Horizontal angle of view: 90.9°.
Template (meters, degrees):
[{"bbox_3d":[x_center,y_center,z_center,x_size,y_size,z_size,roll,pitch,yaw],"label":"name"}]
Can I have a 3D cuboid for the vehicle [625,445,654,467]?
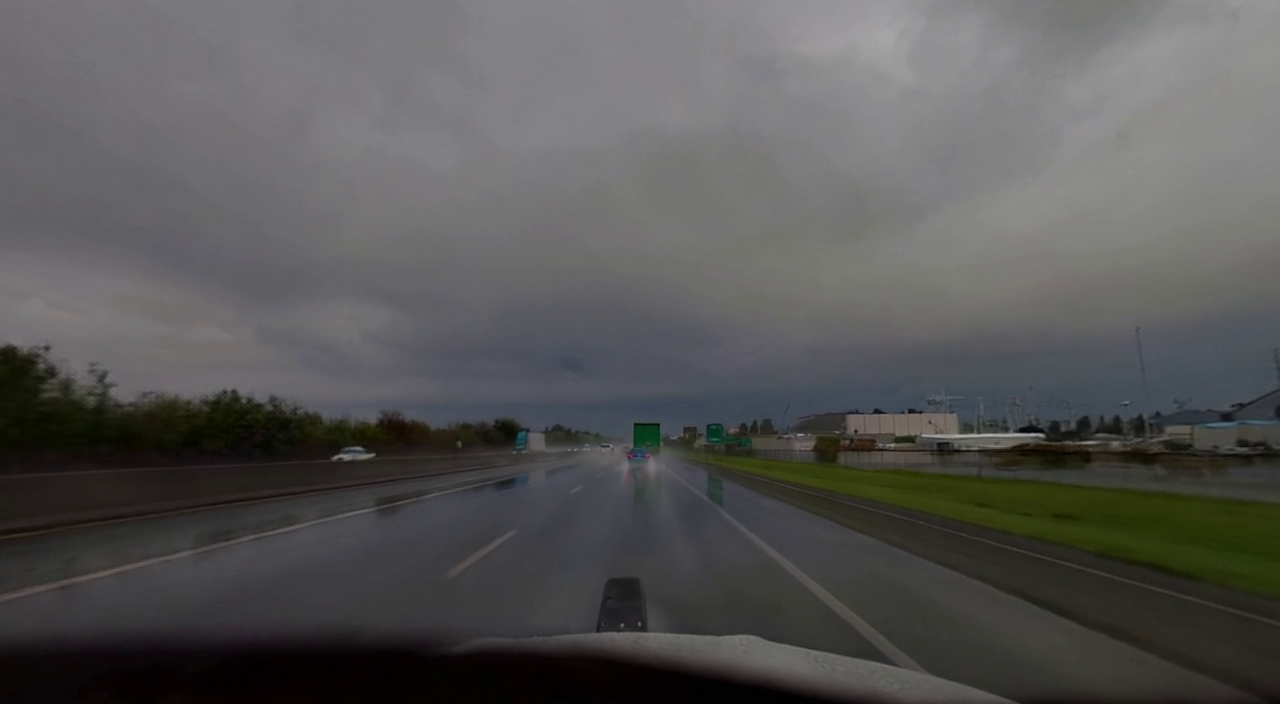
[{"bbox_3d":[-0.034,7.864,47.703,2.094,1.559,3.945,0,-9,0],"label":"vehicle"}]
